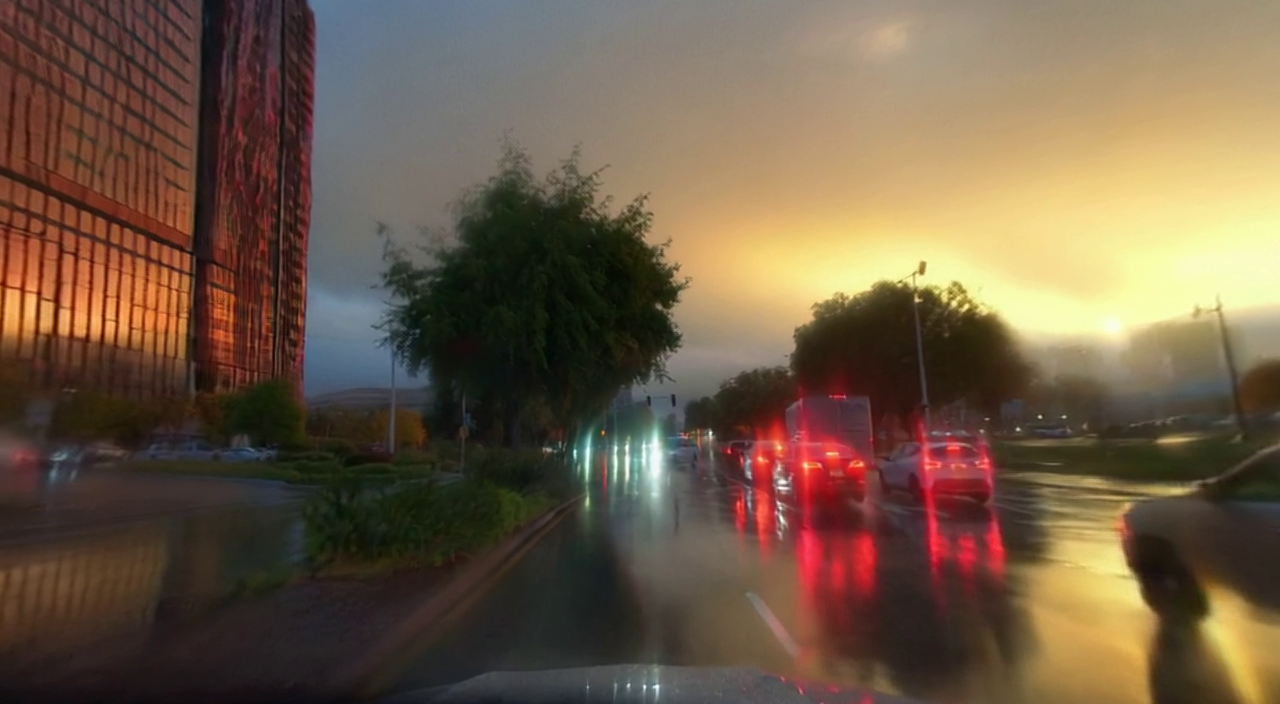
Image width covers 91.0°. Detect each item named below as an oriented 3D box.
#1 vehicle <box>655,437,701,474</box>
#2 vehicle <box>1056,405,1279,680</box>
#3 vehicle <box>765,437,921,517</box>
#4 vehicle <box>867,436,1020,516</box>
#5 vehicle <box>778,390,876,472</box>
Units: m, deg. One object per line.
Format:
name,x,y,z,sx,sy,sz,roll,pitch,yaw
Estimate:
vehicle,1.972,5.188,31.899,2.121,1.728,4.161,-1,-9,6
vehicle,4.800,1.101,3.524,2.089,1.609,4.922,-1,-9,8
vehicle,4.408,2.765,14.459,2.183,1.553,3.923,0,-9,-1
vehicle,7.024,2.871,15.097,1.983,1.628,3.885,-1,-9,5
vehicle,9.864,4.546,35.010,3.128,3.616,13.736,-1,-9,8
